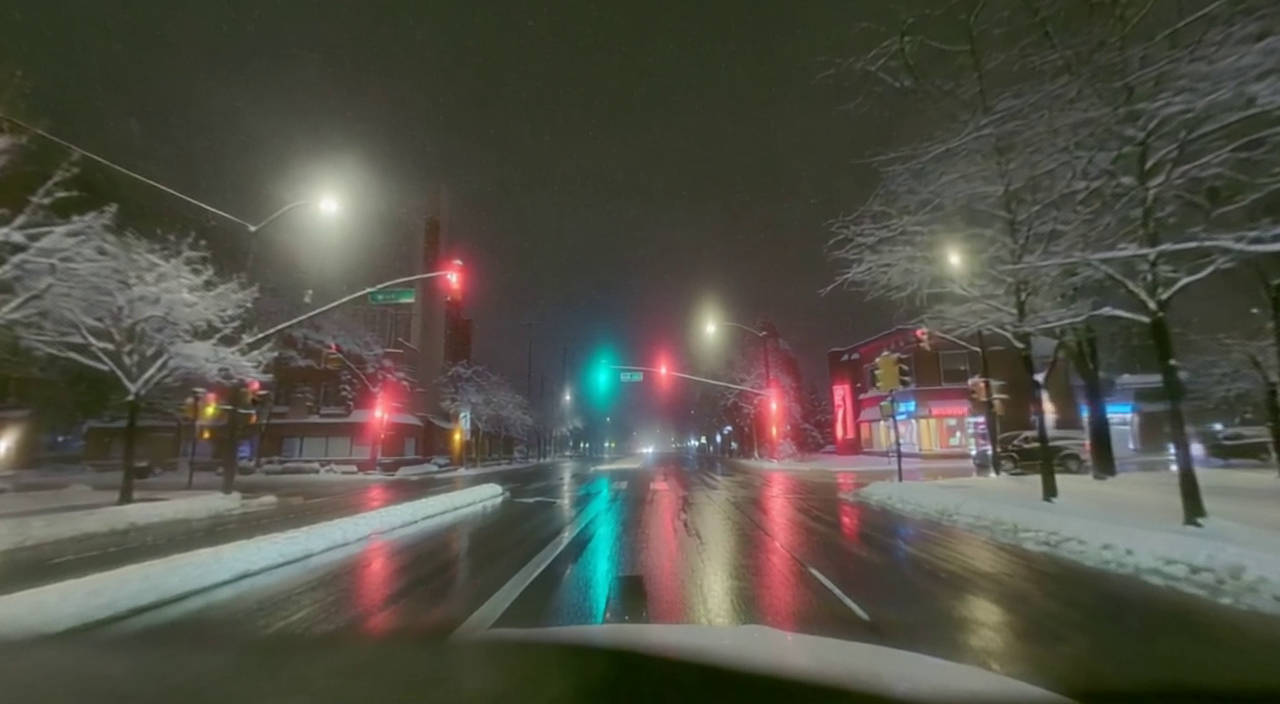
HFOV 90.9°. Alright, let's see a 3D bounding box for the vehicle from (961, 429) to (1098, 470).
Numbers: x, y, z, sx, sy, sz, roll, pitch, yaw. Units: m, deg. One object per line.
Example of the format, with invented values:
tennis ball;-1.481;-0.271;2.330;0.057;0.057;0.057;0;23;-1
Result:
vehicle;17.670;4.455;28.785;4.836;1.795;1.957;0;-8;2
